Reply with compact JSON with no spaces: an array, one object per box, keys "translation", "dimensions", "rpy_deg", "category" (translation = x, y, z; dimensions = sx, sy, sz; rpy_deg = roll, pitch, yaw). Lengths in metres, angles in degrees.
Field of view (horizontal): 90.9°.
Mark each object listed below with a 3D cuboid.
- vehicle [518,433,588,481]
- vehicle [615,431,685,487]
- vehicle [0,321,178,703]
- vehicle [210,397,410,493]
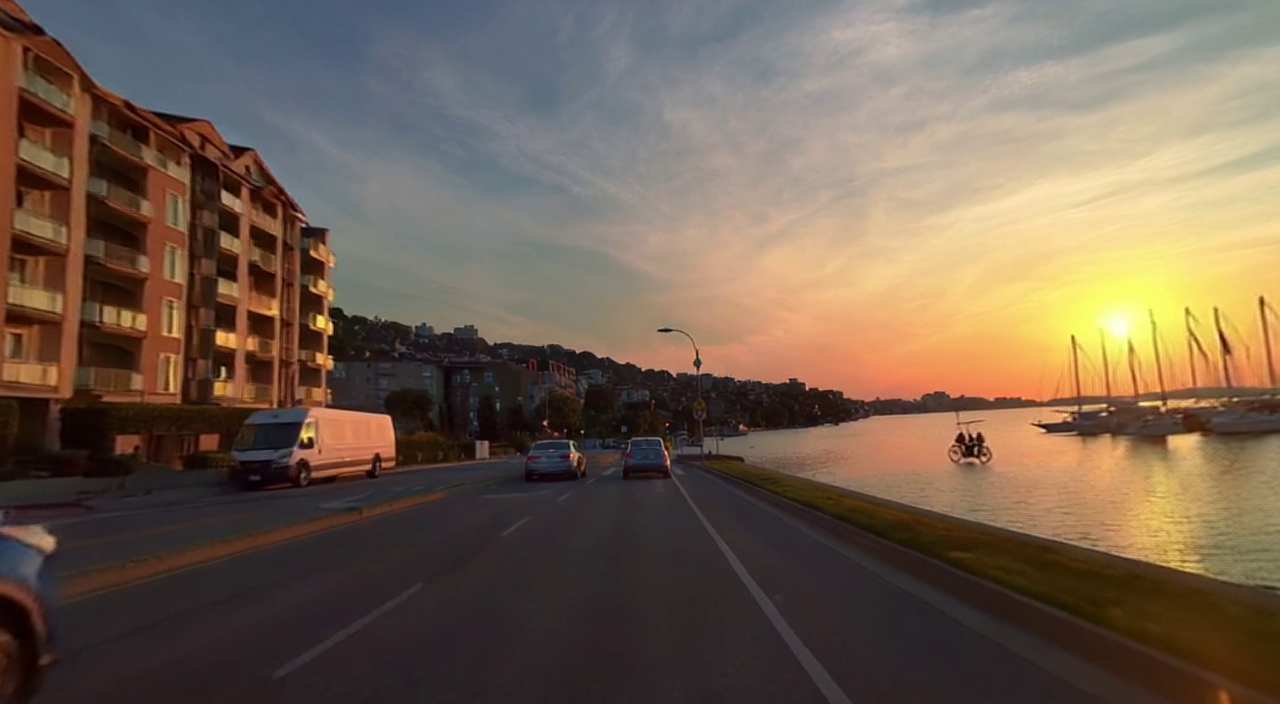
[{"translation":[-3.263,4.054,24.619],"dimensions":[2.056,1.680,4.205],"rpy_deg":[-1,-8,1],"category":"vehicle"},{"translation":[0.286,3.413,20.319],"dimensions":[2.057,1.624,3.726],"rpy_deg":[0,-9,0],"category":"vehicle"},{"translation":[-3.561,0.577,0.947],"dimensions":[2.082,1.817,4.724],"rpy_deg":[0,-9,1],"category":"vehicle"},{"translation":[-13.182,3.934,26.617],"dimensions":[2.924,3.288,9.352],"rpy_deg":[-1,-9,3],"category":"vehicle"}]
